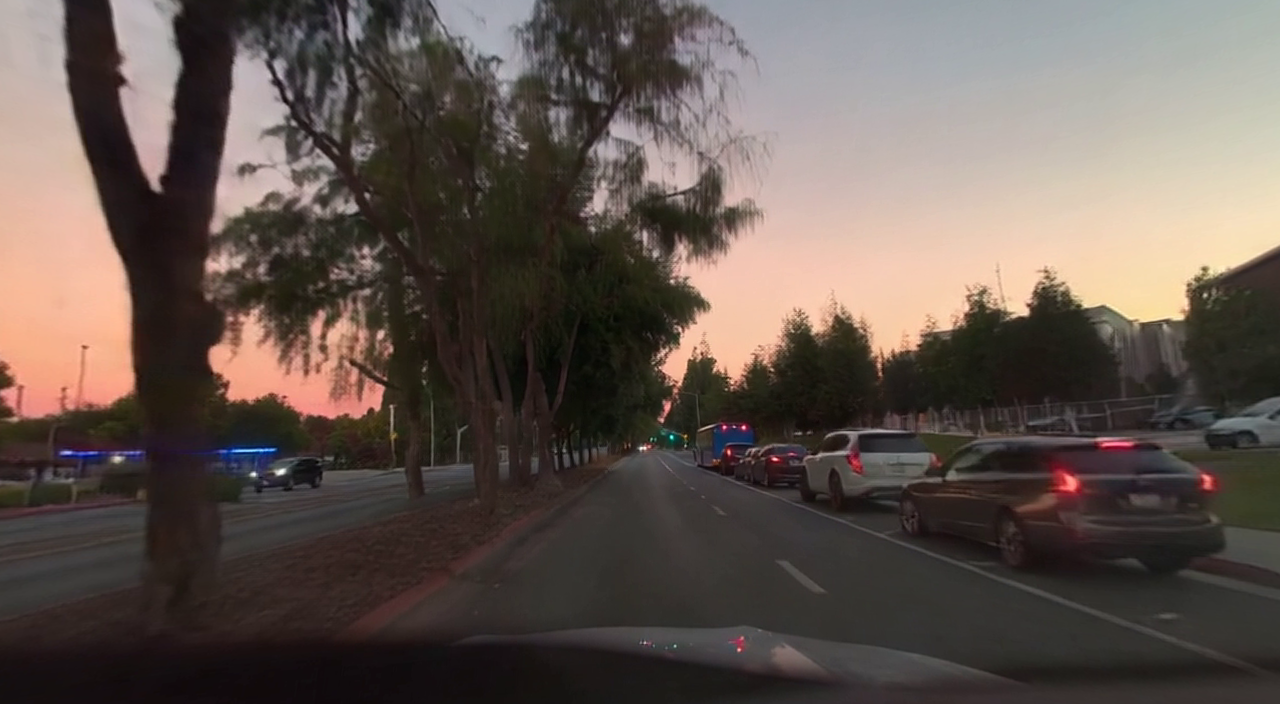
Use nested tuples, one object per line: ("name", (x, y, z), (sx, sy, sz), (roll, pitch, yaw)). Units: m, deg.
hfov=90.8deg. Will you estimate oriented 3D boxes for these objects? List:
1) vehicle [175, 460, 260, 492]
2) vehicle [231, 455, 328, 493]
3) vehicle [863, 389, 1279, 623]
("vehicle", (-28.951, 8.487, 43.366), (4.426, 1.782, 2.056), (-4, -8, 1))
("vehicle", (-19.417, 6.573, 34.367), (2.166, 1.804, 4.897), (-1, -8, 3))
("vehicle", (4.490, 1.504, 7.188), (2.094, 1.731, 4.763), (0, -8, -1))
